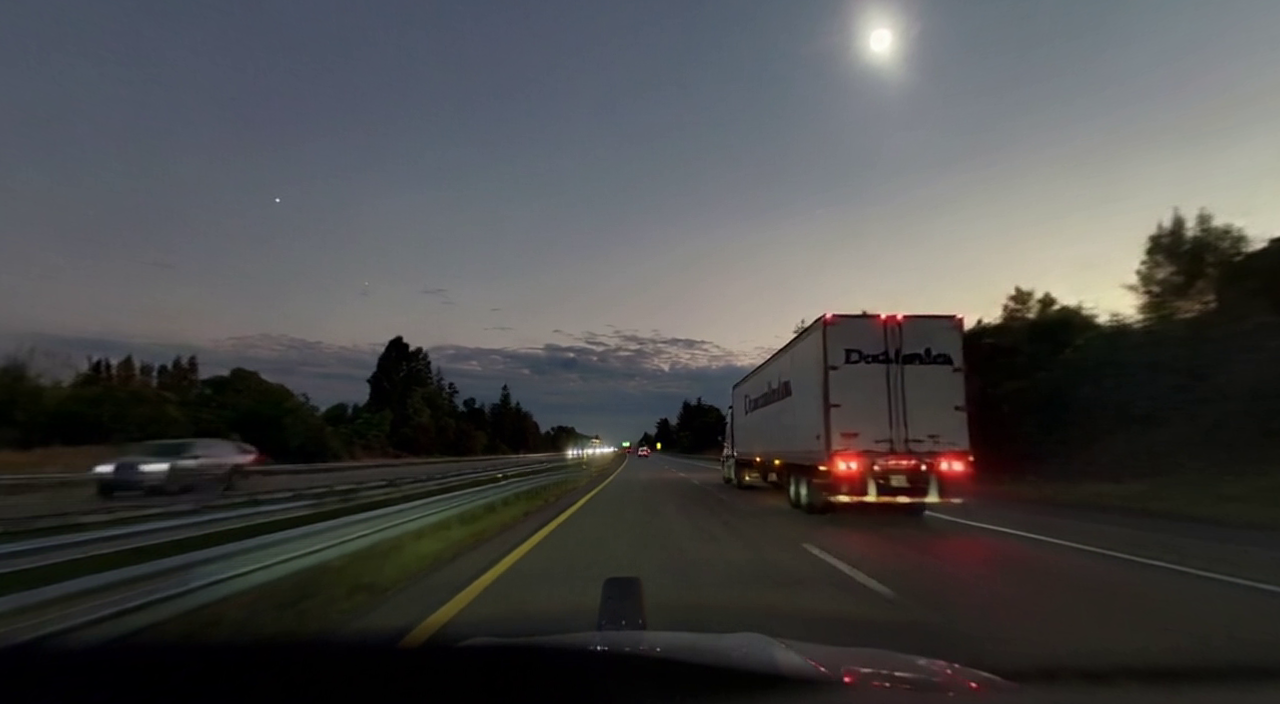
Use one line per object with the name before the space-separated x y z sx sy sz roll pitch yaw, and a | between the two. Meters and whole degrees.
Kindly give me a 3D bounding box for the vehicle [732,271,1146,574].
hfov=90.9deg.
vehicle | 4.157 1.636 12.916 2.876 3.419 11.591 0 -9 0
